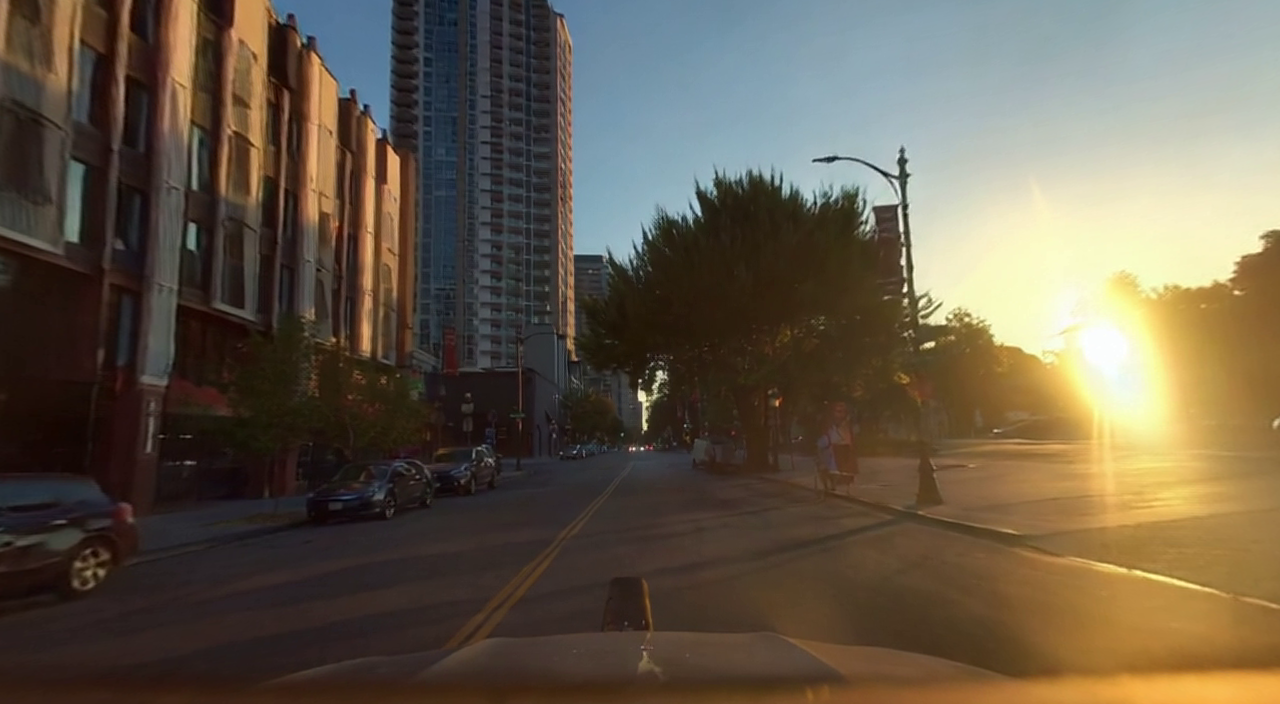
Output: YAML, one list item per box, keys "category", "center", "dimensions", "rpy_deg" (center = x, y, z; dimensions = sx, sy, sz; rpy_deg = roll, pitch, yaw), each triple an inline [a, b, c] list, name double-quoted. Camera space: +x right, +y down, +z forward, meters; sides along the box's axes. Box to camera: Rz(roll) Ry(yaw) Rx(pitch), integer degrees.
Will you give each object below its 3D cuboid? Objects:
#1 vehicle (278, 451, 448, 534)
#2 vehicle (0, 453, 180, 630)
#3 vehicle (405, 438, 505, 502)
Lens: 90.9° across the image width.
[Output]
- category: "vehicle"
  center: [-6.682, 3.391, 15.939]
  dimensions: [2.270, 1.539, 4.855]
  rpy_deg: [-4, -8, -2]
- category: "vehicle"
  center: [-6.681, 1.743, 5.474]
  dimensions: [2.110, 1.498, 4.555]
  rpy_deg: [-4, -8, -2]
- category: "vehicle"
  center: [-6.546, 4.177, 22.896]
  dimensions: [2.273, 1.871, 4.920]
  rpy_deg: [-4, -8, -2]
